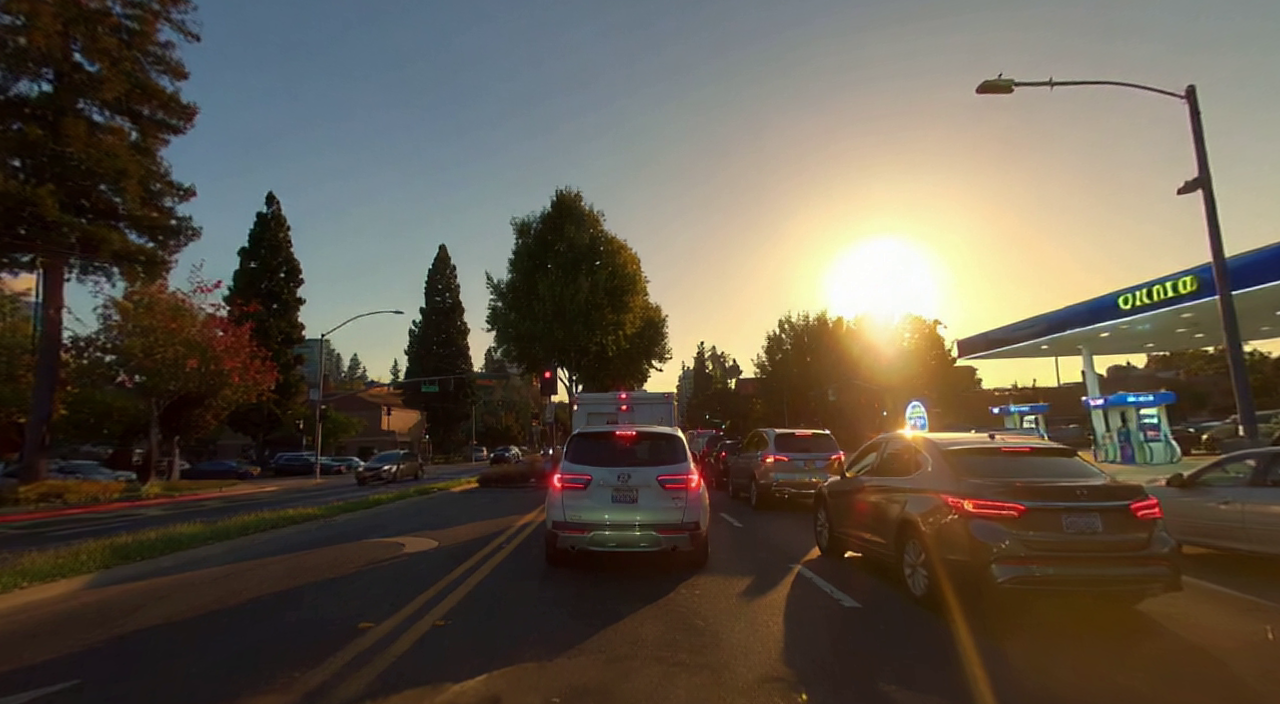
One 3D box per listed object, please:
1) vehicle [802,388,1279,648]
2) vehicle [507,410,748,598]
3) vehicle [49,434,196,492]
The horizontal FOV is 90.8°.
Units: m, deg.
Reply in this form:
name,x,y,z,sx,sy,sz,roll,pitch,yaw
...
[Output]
name,x,y,z,sx,sy,sz,roll,pitch,yaw
vehicle,3.365,1.419,6.471,2.056,1.700,4.399,0,-9,-3
vehicle,-0.147,1.611,7.462,2.106,1.613,3.697,0,-9,-1
vehicle,-26.940,5.768,33.300,2.571,2.711,6.027,0,-9,0
